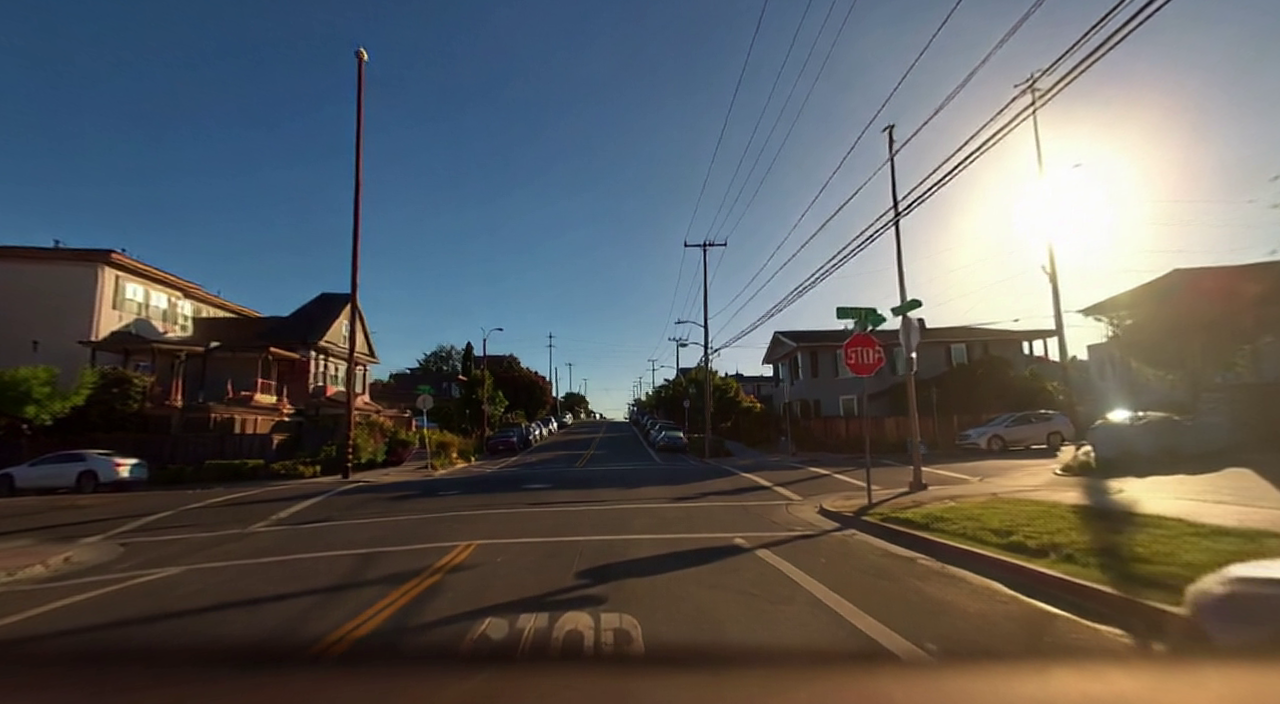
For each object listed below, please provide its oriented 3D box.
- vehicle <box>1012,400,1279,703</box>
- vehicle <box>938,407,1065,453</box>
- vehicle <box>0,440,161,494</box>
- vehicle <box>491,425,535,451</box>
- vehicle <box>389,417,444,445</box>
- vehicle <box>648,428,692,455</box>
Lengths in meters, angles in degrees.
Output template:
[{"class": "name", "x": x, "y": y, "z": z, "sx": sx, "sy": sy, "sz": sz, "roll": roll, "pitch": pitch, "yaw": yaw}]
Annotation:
[{"class": "vehicle", "x": 3.030, "y": 0.715, "z": 0.751, "sx": 2.038, "sy": 1.473, "sz": 4.842, "roll": 0, "pitch": -8, "yaw": -3}, {"class": "vehicle", "x": 17.185, "y": 3.739, "z": 30.156, "sx": 4.985, "sy": 2.088, "sz": 2.141, "roll": 2, "pitch": -9, "yaw": -12}, {"class": "vehicle", "x": -19.719, "y": 3.978, "z": 22.066, "sx": 4.181, "sy": 1.742, "sz": 1.945, "roll": 1, "pitch": -9, "yaw": -11}, {"class": "vehicle", "x": -8.334, "y": 5.732, "z": 41.897, "sx": 2.065, "sy": 1.553, "sz": 4.636, "roll": 0, "pitch": -8, "yaw": -1}, {"class": "vehicle", "x": -14.345, "y": 5.168, "z": 40.836, "sx": 1.992, "sy": 1.678, "sz": 4.658, "roll": 0, "pitch": -8, "yaw": -3}, {"class": "vehicle", "x": 1.731, "y": 5.351, "z": 37.721, "sx": 2.120, "sy": 1.487, "sz": 4.360, "roll": 0, "pitch": -8, "yaw": -4}]
